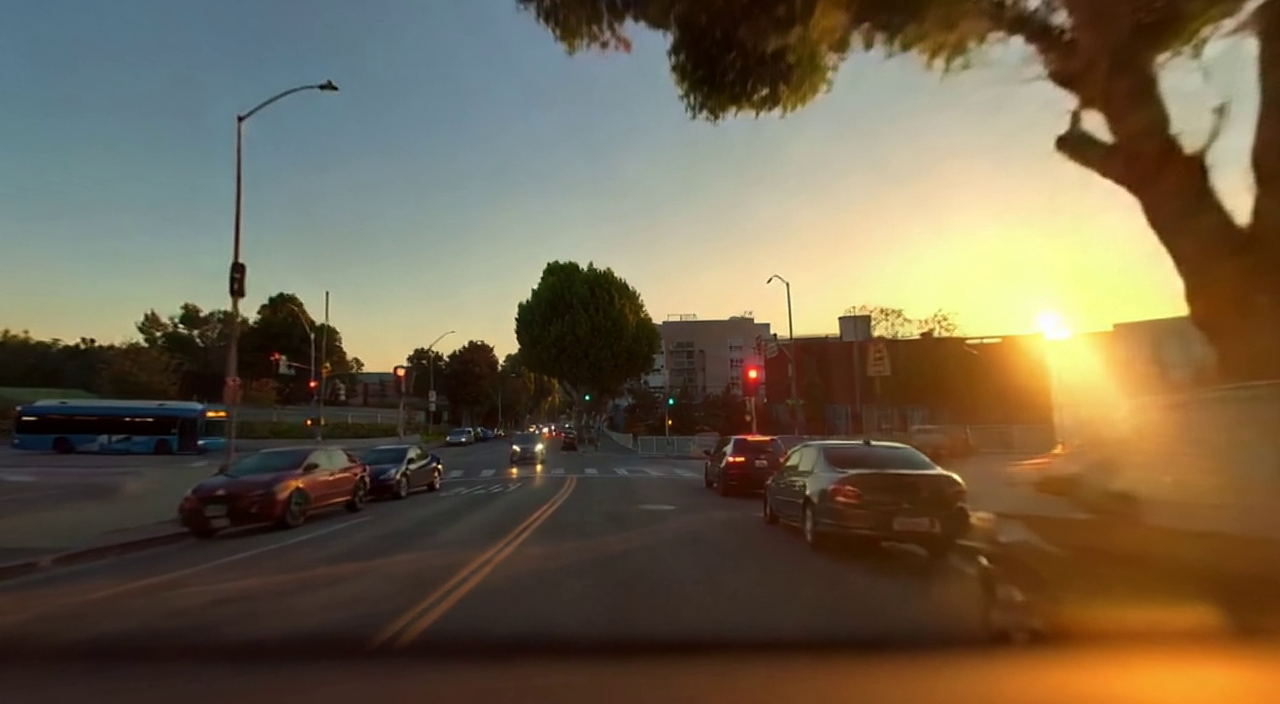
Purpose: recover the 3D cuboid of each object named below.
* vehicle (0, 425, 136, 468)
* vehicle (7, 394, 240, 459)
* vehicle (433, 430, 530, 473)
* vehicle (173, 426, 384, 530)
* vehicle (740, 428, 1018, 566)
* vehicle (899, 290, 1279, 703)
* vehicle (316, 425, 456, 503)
[{"bbox_3d":[-28.801,4.741,31.814,4.704,2.065,2.328,0,-9,-2],"label":"vehicle"},{"bbox_3d":[-29.563,4.372,36.517,10.621,3.479,3.025,0,-10,1],"label":"vehicle"},{"bbox_3d":[-7.483,4.631,29.529,4.791,1.818,2.148,-8,-12,44],"label":"vehicle"},{"bbox_3d":[-7.021,2.476,12.891,1.893,1.758,4.019,0,-9,0],"label":"vehicle"},{"bbox_3d":[2.980,1.938,9.290,2.032,1.474,4.795,0,-9,-2],"label":"vehicle"},{"bbox_3d":[3.118,0.691,1.776,2.222,1.812,5.688,0,-9,-2],"label":"vehicle"},{"bbox_3d":[-7.000,3.156,18.109,2.132,1.801,4.885,-2,-9,-1],"label":"vehicle"}]
